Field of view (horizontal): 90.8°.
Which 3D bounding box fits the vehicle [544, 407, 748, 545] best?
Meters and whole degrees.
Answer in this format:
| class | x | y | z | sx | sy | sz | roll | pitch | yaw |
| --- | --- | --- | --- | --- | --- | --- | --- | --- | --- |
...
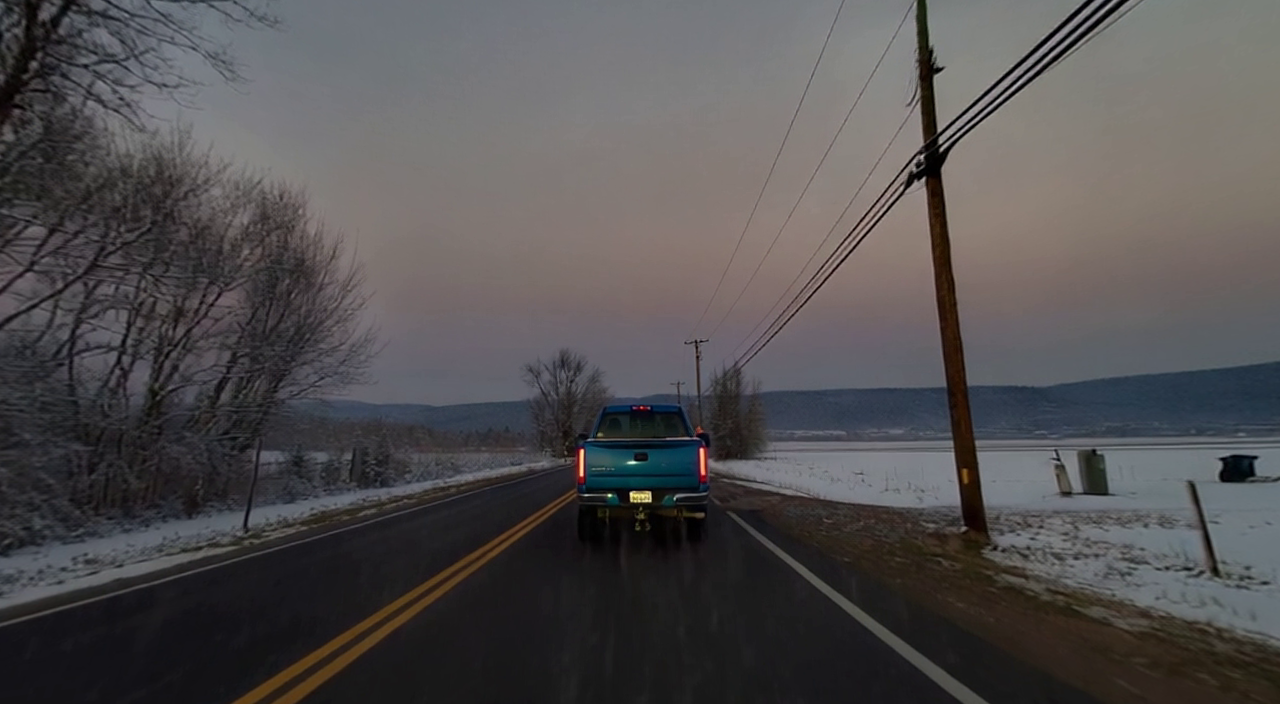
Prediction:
| class | x | y | z | sx | sy | sz | roll | pitch | yaw |
| --- | --- | --- | --- | --- | --- | --- | --- | --- | --- |
| vehicle | 0.043 | 2.133 | 11.637 | 2.774 | 1.861 | 5.885 | 0 | -8 | -1 |
